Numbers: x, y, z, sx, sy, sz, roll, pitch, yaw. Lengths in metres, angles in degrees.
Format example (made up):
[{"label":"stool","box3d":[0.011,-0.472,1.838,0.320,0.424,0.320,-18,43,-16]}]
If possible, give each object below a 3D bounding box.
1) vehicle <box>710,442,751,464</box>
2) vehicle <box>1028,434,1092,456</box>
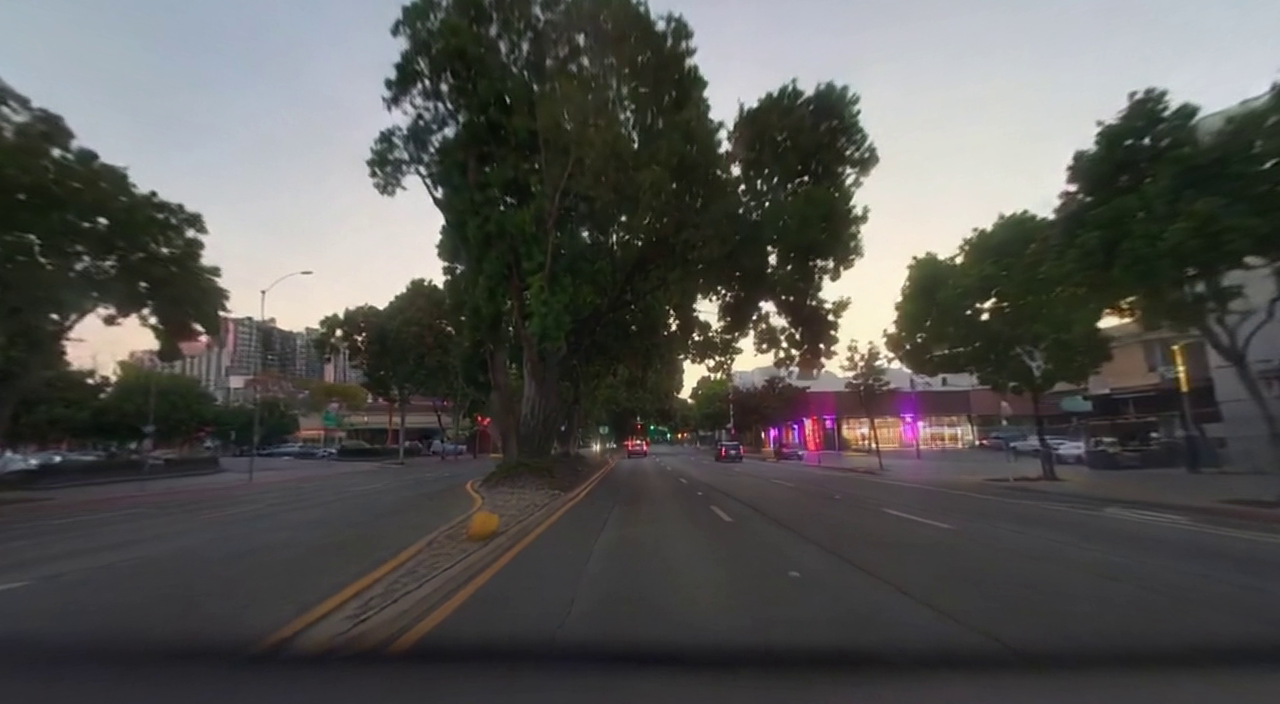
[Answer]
[{"label":"vehicle","box3d":[6.335,7.114,44.738,2.024,1.475,4.600,0,-8,-2]},{"label":"vehicle","box3d":[31.621,7.072,47.712,1.767,1.549,4.422,1,-9,0]}]
